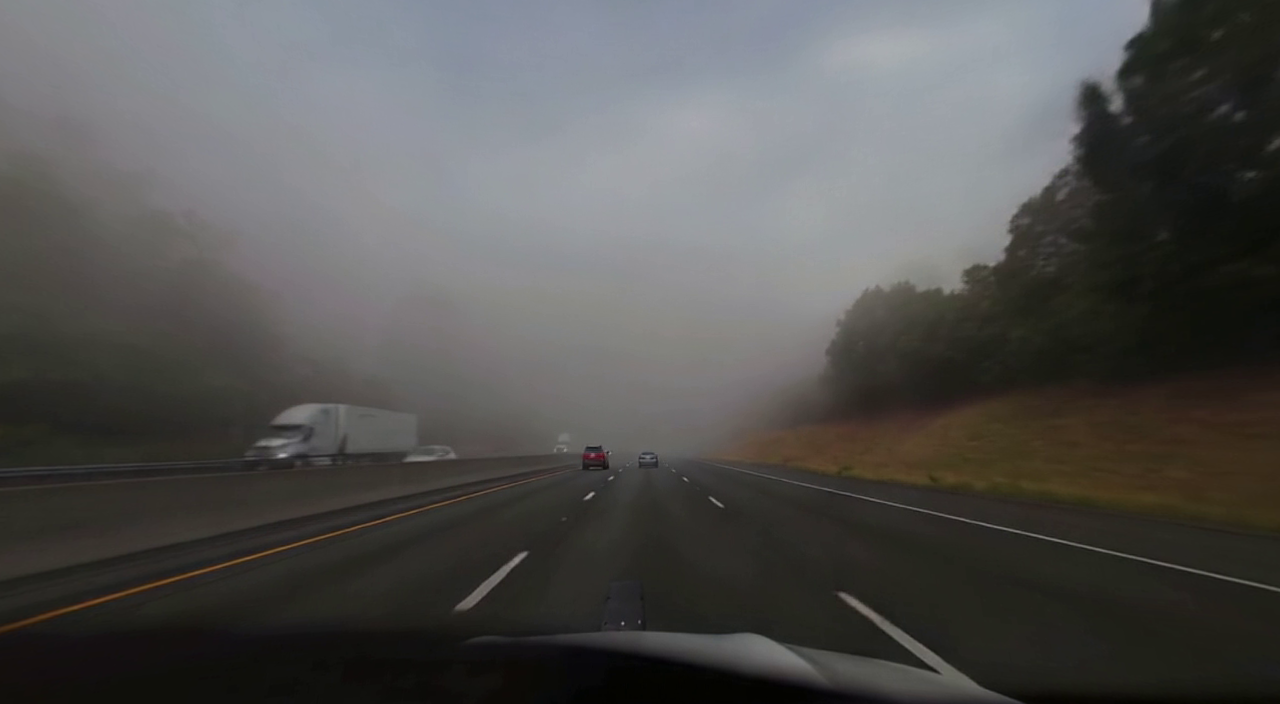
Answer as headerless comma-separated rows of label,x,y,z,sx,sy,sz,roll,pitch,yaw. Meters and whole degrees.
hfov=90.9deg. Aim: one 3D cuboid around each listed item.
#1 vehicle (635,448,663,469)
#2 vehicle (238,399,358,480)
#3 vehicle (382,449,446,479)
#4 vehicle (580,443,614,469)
vehicle,0.696,8.168,48.659,2.036,1.519,4.225,0,-9,0
vehicle,-18.741,4.903,35.082,3.022,4.046,5.998,0,-9,1
vehicle,-11.990,5.918,33.659,1.823,1.483,4.059,0,-9,1
vehicle,-3.078,7.543,45.799,2.143,1.770,4.283,0,-9,1
